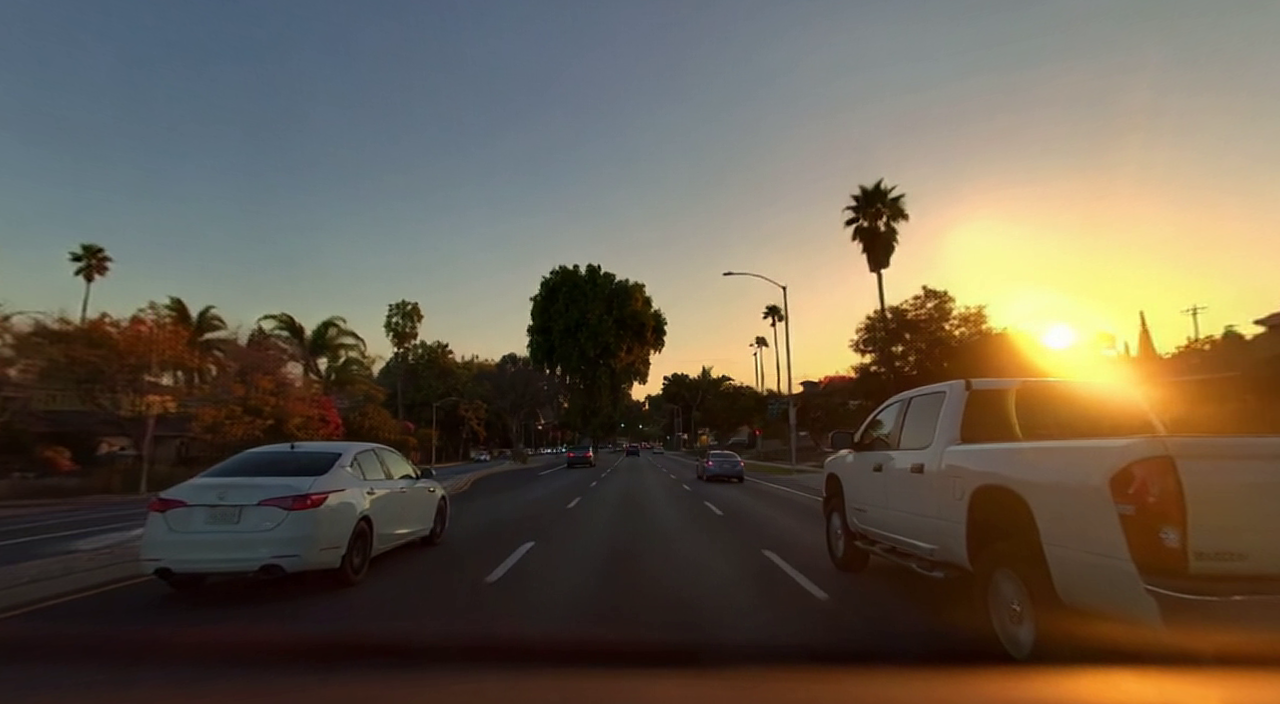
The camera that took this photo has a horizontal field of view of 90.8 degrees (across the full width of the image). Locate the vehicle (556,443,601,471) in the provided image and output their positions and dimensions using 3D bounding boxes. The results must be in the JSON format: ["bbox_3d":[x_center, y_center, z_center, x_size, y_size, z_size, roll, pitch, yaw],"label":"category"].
[{"bbox_3d":[-3.604,6.259,37.788,2.263,1.548,4.555,0,-8,0],"label":"vehicle"}]

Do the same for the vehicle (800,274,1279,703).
[{"bbox_3d":[3.337,1.103,5.277,2.478,2.030,5.723,0,-9,0],"label":"vehicle"}]

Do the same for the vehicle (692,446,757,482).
[{"bbox_3d":[3.642,4.943,28.252,2.149,1.421,4.805,0,-9,-1],"label":"vehicle"}]

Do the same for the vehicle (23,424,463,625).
[{"bbox_3d":[-3.629,1.637,7.011,2.094,1.509,4.286,0,-8,0],"label":"vehicle"}]
